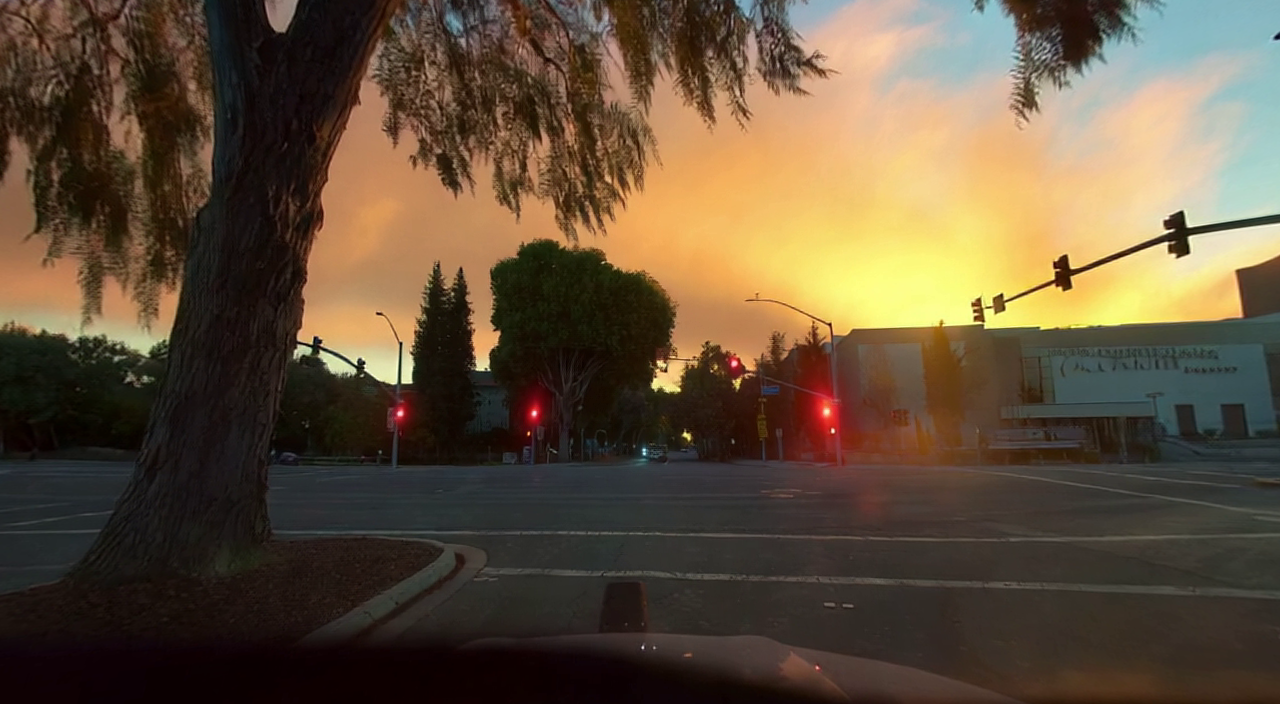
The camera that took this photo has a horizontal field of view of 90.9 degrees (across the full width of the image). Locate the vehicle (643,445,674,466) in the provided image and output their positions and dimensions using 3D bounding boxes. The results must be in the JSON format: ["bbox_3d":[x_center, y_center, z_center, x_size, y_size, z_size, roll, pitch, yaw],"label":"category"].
[{"bbox_3d":[1.307,7.614,46.455,2.132,1.449,4.235,0,-9,0],"label":"vehicle"}]
